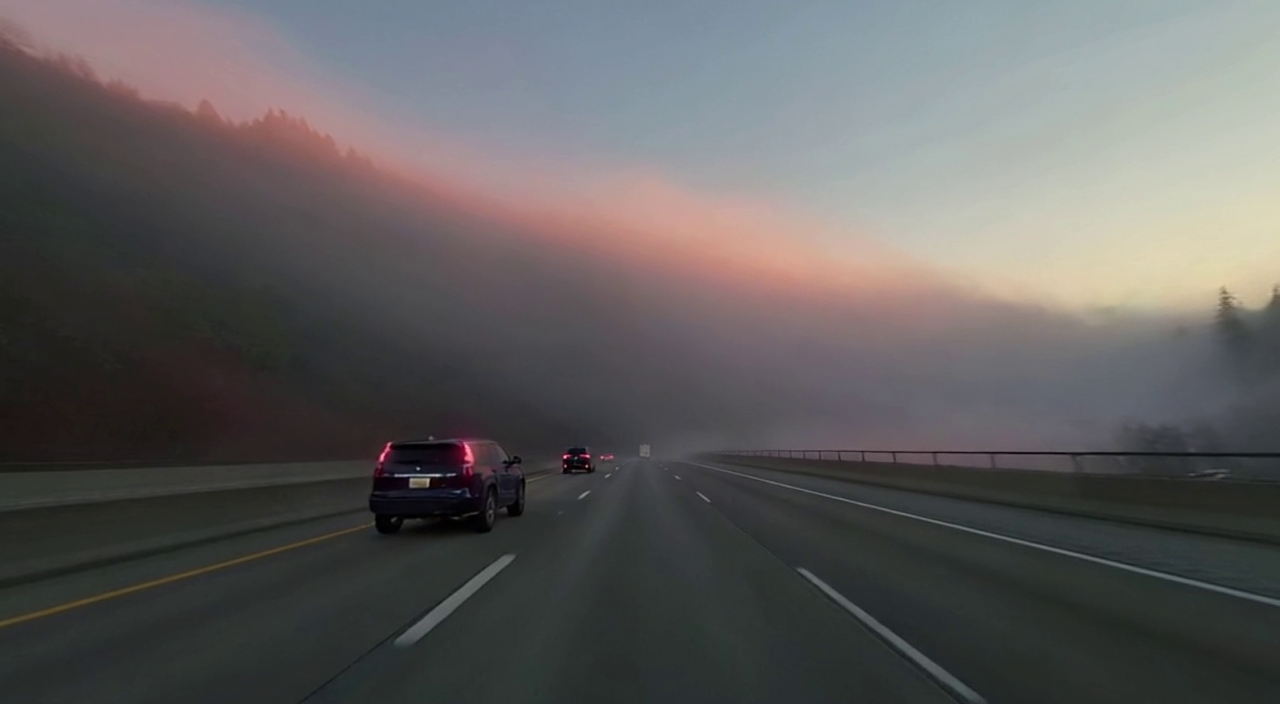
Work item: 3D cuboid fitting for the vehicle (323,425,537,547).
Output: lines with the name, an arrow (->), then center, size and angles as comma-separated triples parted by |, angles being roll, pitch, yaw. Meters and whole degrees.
vehicle -> -3.348, 2.257, 11.272 | 2.147, 1.708, 4.630 | 0, -9, 1

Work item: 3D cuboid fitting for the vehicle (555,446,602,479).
vehicle -> -3.026, 5.548, 31.877 | 1.944, 1.548, 4.051 | 0, -9, 0
